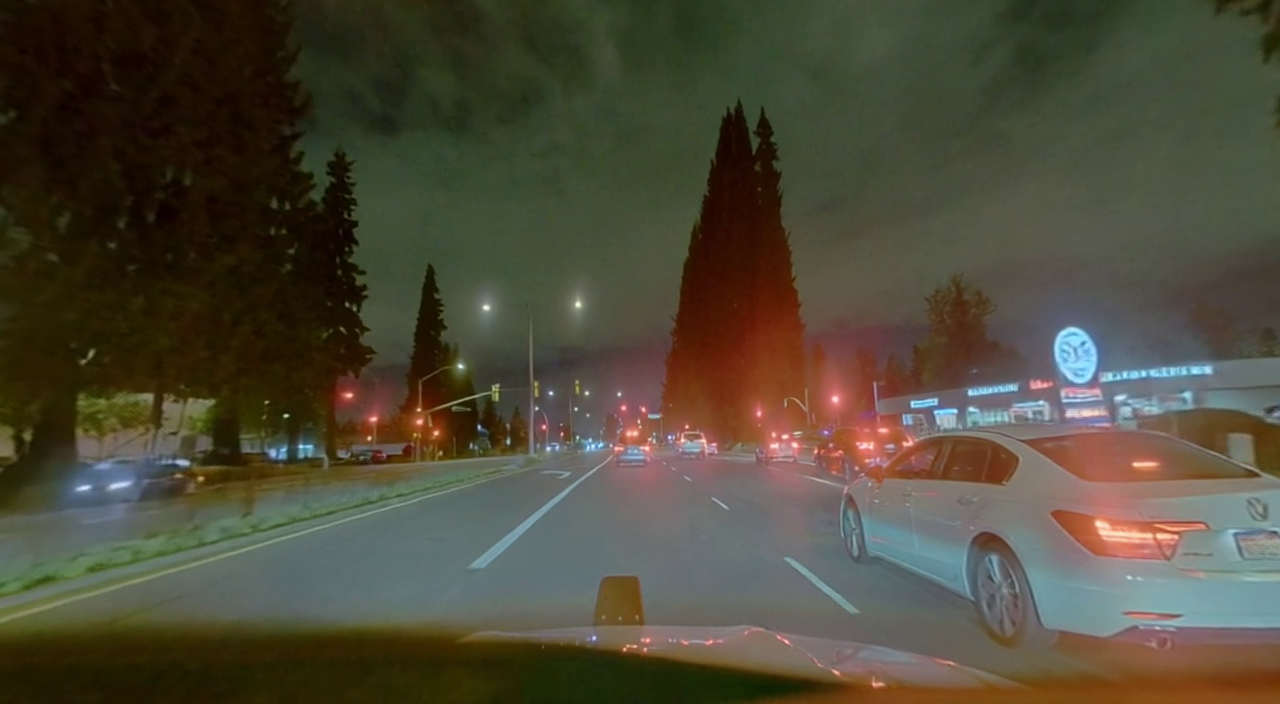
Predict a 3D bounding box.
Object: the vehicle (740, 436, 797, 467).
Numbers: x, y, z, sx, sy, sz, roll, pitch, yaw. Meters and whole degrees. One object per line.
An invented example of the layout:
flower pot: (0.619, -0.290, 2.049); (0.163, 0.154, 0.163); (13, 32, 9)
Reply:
vehicle: (6.321, 4.960, 31.576); (1.883, 1.452, 4.258); (0, -8, -1)

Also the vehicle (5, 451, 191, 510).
vehicle: (-17.110, 4.018, 20.354); (1.984, 1.492, 4.677); (-4, -8, -1)

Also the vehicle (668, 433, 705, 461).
vehicle: (3.056, 6.323, 42.215); (2.000, 1.745, 4.206); (0, -8, -2)

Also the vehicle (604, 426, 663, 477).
vehicle: (-0.250, 3.873, 24.723); (2.106, 1.798, 4.168); (0, -8, -1)

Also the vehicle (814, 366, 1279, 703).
vehicle: (3.208, 1.216, 5.246); (2.153, 1.658, 4.485); (0, -8, -1)
